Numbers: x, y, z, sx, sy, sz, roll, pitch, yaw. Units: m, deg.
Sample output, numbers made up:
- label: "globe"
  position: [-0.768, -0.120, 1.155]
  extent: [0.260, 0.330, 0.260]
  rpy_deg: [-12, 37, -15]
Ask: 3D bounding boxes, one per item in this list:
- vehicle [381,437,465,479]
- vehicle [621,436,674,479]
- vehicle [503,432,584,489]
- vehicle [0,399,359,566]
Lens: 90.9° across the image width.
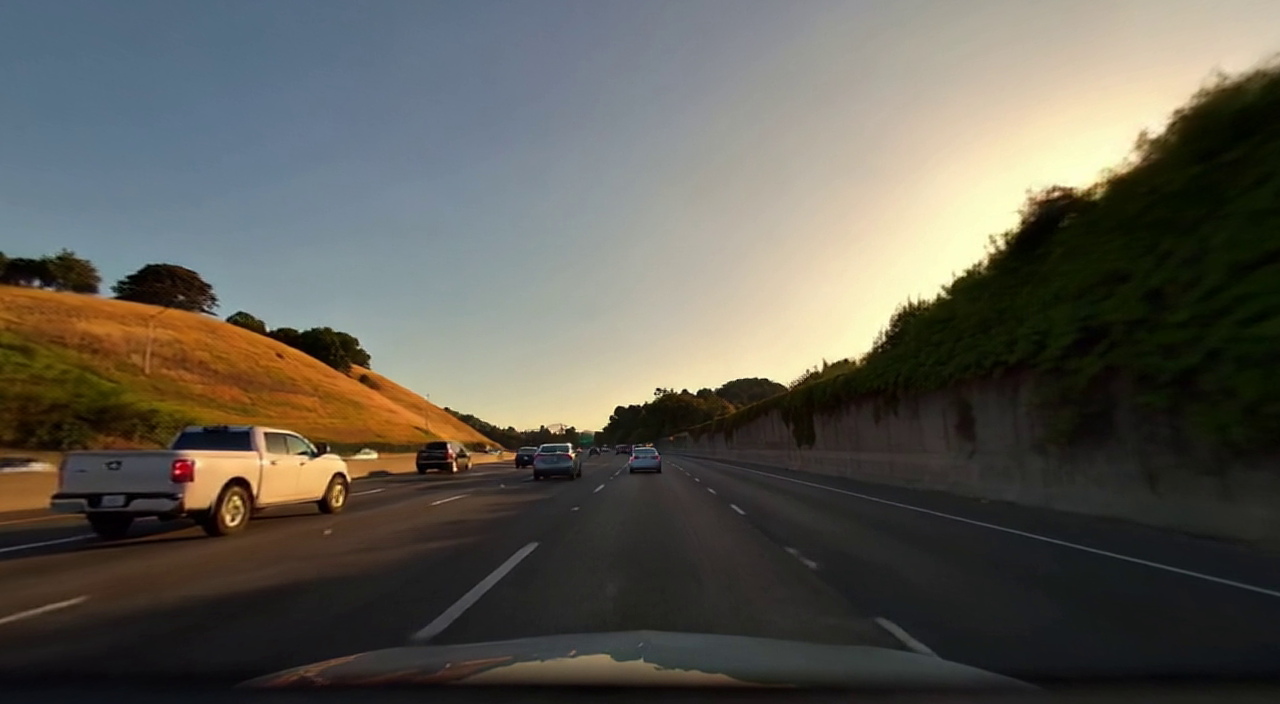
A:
- label: "vehicle"
  position: [-10.715, 5.274, 31.695]
  extent: [2.230, 1.928, 5.333]
  rpy_deg: [0, -9, 1]
- label: "vehicle"
  position: [0.327, 4.834, 29.067]
  extent: [2.233, 1.804, 4.273]
  rpy_deg: [0, -9, 0]
- label: "vehicle"
  position: [-3.325, 3.852, 22.709]
  extent: [2.093, 1.820, 4.506]
  rpy_deg: [0, -9, 1]
- label: "vehicle"
  position: [-6.651, 1.855, 9.743]
  extent: [2.108, 1.856, 5.214]
  rpy_deg: [0, -9, 1]
